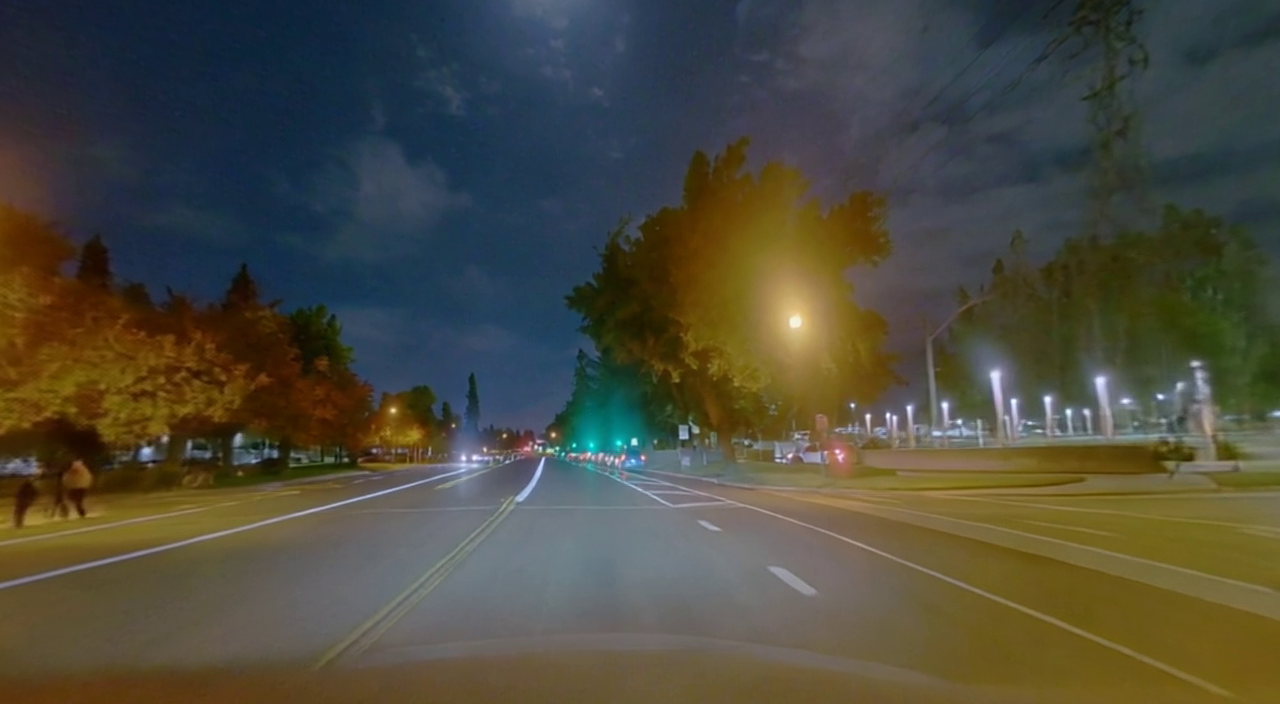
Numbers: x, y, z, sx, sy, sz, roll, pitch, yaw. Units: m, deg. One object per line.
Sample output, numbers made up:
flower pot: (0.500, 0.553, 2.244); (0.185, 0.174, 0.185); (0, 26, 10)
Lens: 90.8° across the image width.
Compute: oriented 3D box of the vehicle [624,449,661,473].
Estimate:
vehicle: (0.113, 7.445, 43.259); (1.866, 1.492, 4.093); (1, -9, -9)

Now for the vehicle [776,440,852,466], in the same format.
vehicle: (10.827, 6.270, 39.486); (4.201, 1.546, 1.749); (1, -8, -7)
